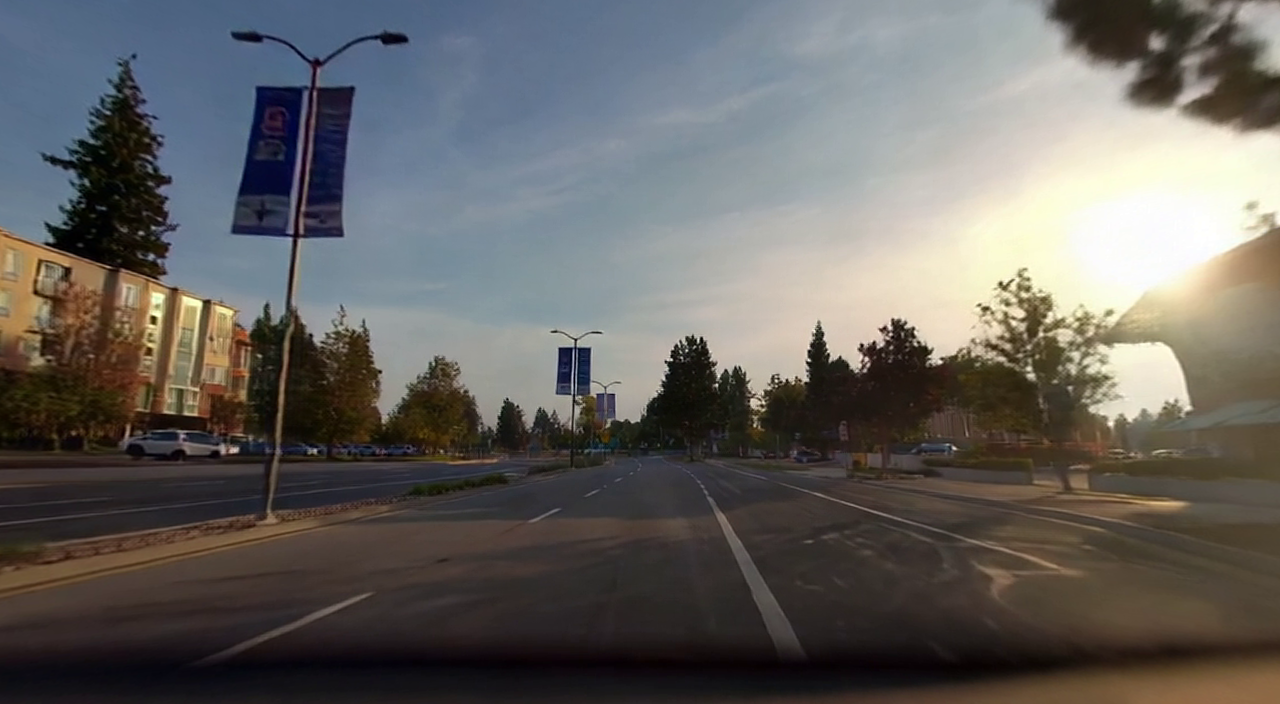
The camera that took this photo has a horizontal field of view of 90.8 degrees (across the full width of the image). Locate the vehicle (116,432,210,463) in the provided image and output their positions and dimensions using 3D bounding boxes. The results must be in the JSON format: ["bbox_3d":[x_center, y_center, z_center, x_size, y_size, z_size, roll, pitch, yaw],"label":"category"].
[{"bbox_3d":[-32.650,6.543,43.397,4.579,1.962,2.161,1,-9,-16],"label":"vehicle"}]
